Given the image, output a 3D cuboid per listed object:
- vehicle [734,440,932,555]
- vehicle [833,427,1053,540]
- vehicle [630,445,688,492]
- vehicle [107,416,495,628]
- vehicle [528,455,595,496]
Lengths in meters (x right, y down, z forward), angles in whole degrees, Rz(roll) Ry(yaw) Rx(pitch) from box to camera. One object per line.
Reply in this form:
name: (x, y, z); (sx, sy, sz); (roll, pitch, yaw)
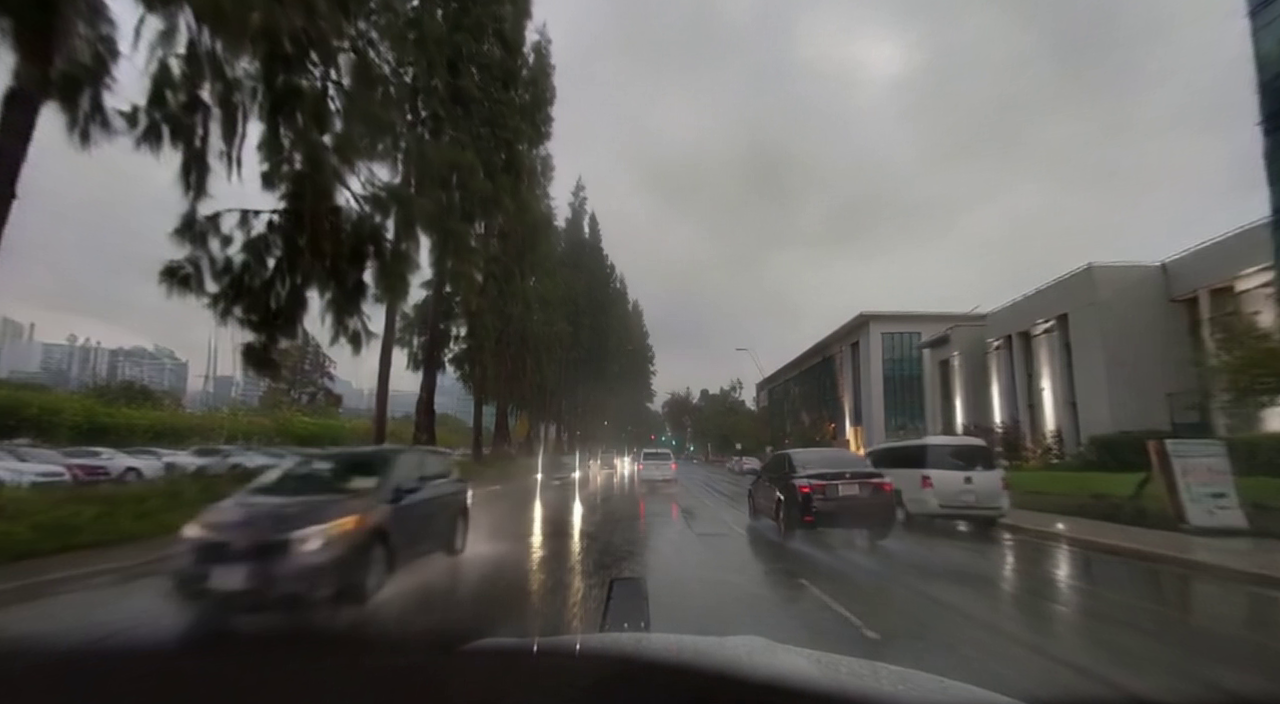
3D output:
vehicle: (2.951, 2.322, 10.722); (1.991, 1.536, 4.116); (0, -9, -1)
vehicle: (5.685, 2.524, 12.698); (2.059, 1.813, 4.637); (0, -9, 0)
vehicle: (0.715, 4.533, 24.785); (2.105, 1.653, 3.887); (-1, -9, 1)
vehicle: (-3.310, 1.755, 7.417); (2.124, 1.731, 4.227); (-1, -9, 1)
vehicle: (-2.915, 4.686, 24.279); (1.997, 1.415, 4.195); (-1, -9, 1)
